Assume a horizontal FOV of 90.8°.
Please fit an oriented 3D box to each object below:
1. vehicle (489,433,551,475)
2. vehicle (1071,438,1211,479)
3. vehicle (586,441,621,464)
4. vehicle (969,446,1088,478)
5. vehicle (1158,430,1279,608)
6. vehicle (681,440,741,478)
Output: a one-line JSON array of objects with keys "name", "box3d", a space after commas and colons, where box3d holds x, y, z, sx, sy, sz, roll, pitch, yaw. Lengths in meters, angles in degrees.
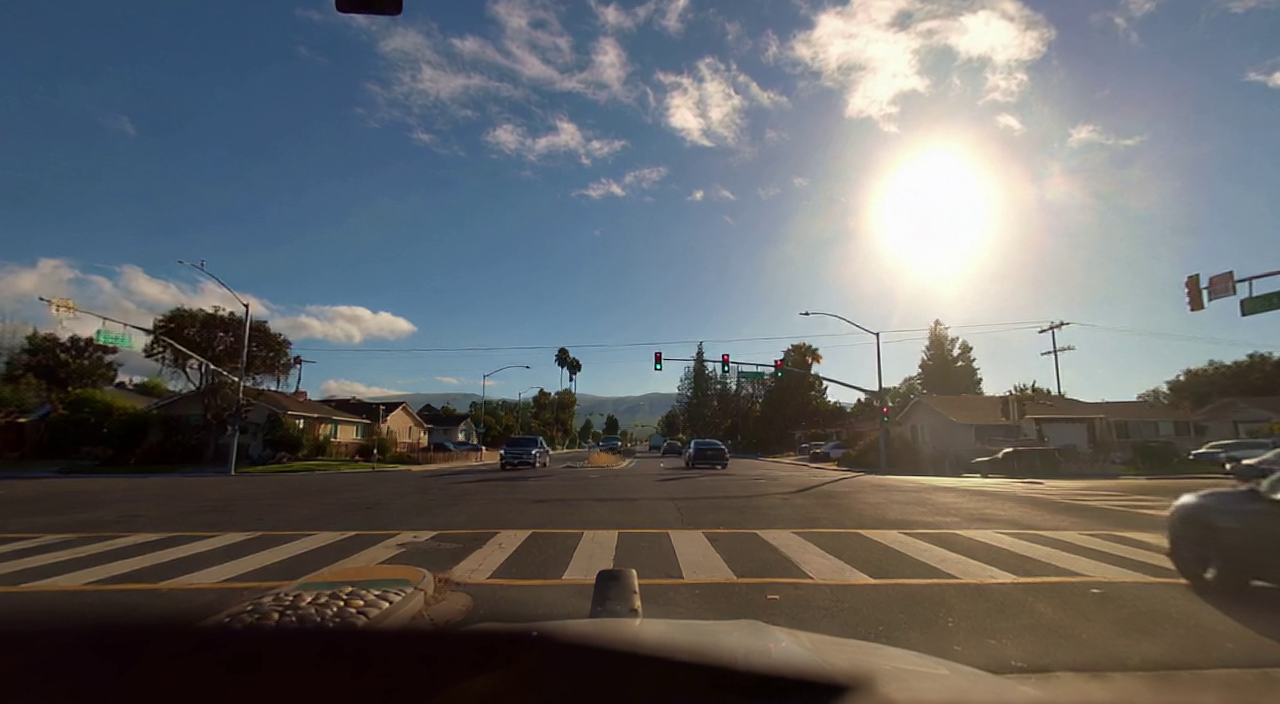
[{"name": "vehicle", "box3d": [-5.284, 4.564, 28.452, 2.025, 1.704, 4.104, 0, -9, -1]}, {"name": "vehicle", "box3d": [23.496, 4.990, 29.745, 4.807, 1.835, 2.033, 0, -9, -1]}, {"name": "vehicle", "box3d": [-2.400, 6.713, 42.282, 2.045, 1.484, 3.991, 0, -9, 0]}, {"name": "vehicle", "box3d": [19.732, 5.607, 32.240, 4.874, 1.544, 1.779, 0, -9, 1]}, {"name": "vehicle", "box3d": [6.325, 1.275, 4.387, 1.961, 1.494, 4.438, -1, -9, 5]}, {"name": "vehicle", "box3d": [2.940, 4.511, 26.993, 1.947, 1.467, 4.455, 0, -9, -1]}]
